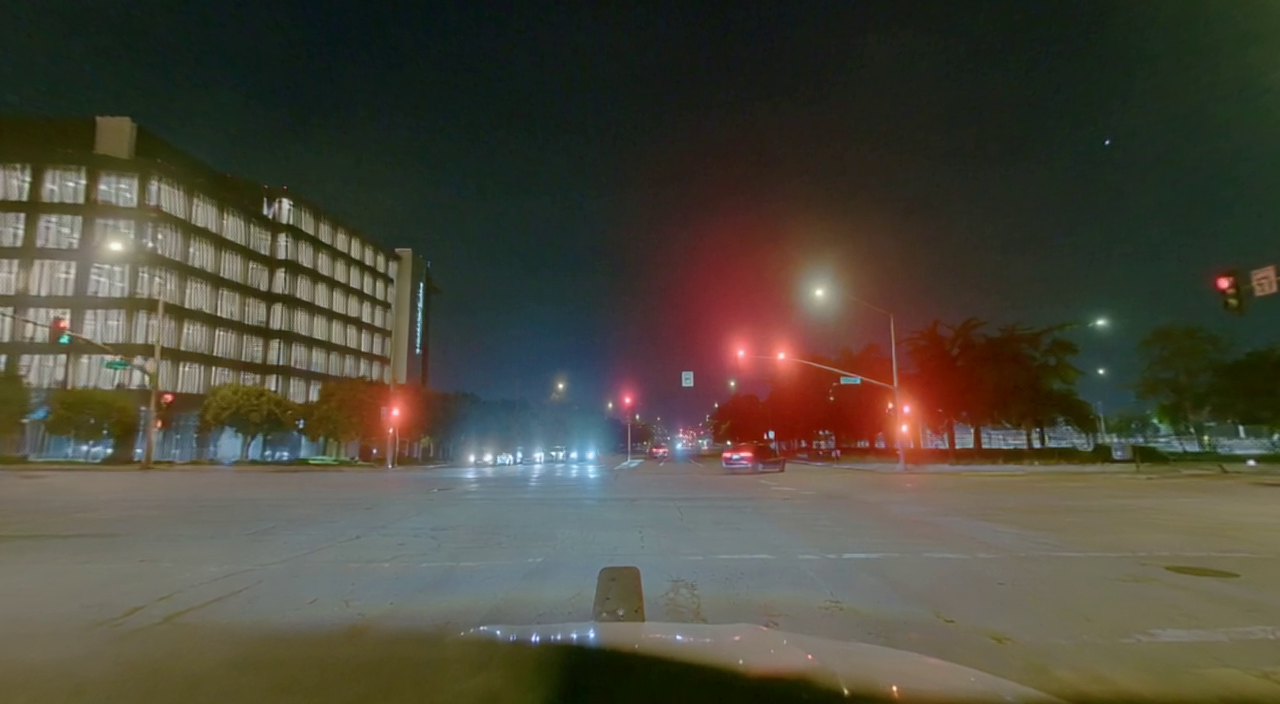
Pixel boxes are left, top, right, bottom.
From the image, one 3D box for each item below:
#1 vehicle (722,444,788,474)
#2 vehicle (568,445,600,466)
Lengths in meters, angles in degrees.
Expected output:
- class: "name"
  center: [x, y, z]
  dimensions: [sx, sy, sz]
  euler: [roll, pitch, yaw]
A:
- class: "vehicle"
  center: [6.184, 5.626, 33.629]
  dimensions: [2.043, 1.454, 4.424]
  euler: [-5, -10, 30]
- class: "vehicle"
  center: [-4.333, 8.131, 49.753]
  dimensions: [2.130, 1.613, 4.121]
  euler: [0, -8, 0]
